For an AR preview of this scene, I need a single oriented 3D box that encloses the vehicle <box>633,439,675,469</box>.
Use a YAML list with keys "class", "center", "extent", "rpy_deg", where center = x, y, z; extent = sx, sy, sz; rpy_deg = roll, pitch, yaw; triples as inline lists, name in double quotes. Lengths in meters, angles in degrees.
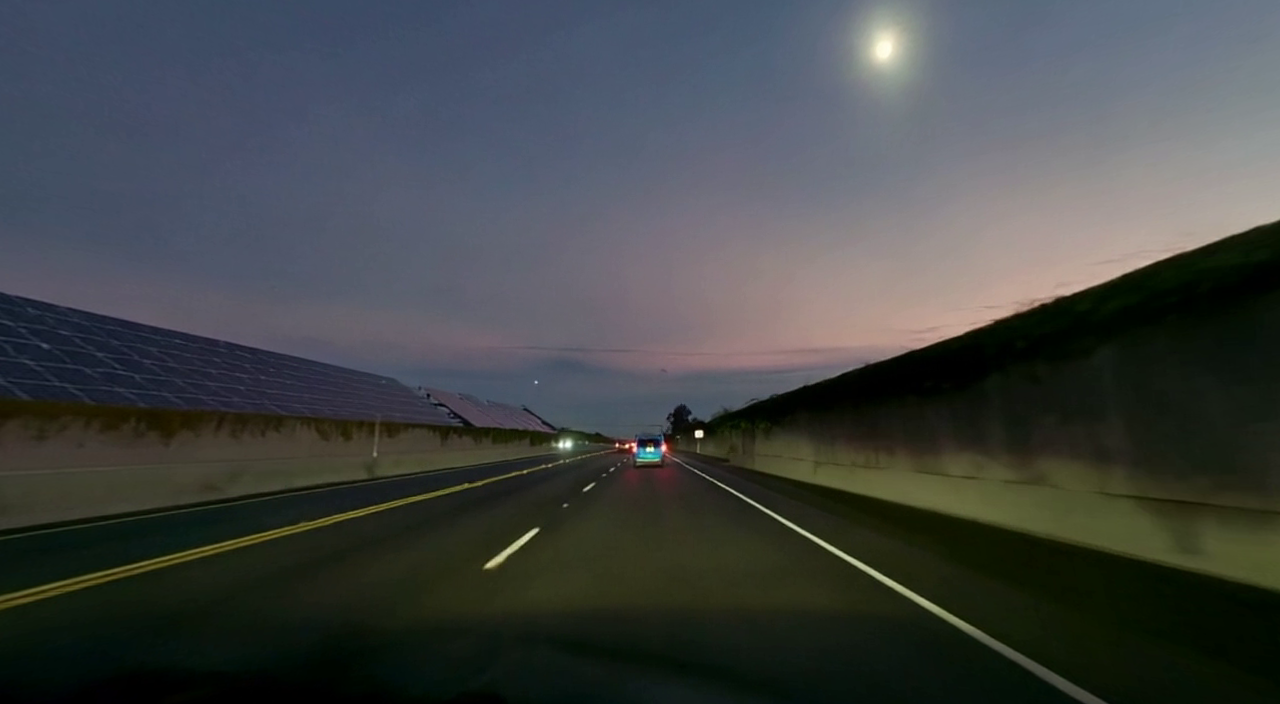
- class: "vehicle"
  center: [0.669, 5.200, 32.276]
  extent: [1.997, 1.484, 3.409]
  rpy_deg: [0, -8, 0]
